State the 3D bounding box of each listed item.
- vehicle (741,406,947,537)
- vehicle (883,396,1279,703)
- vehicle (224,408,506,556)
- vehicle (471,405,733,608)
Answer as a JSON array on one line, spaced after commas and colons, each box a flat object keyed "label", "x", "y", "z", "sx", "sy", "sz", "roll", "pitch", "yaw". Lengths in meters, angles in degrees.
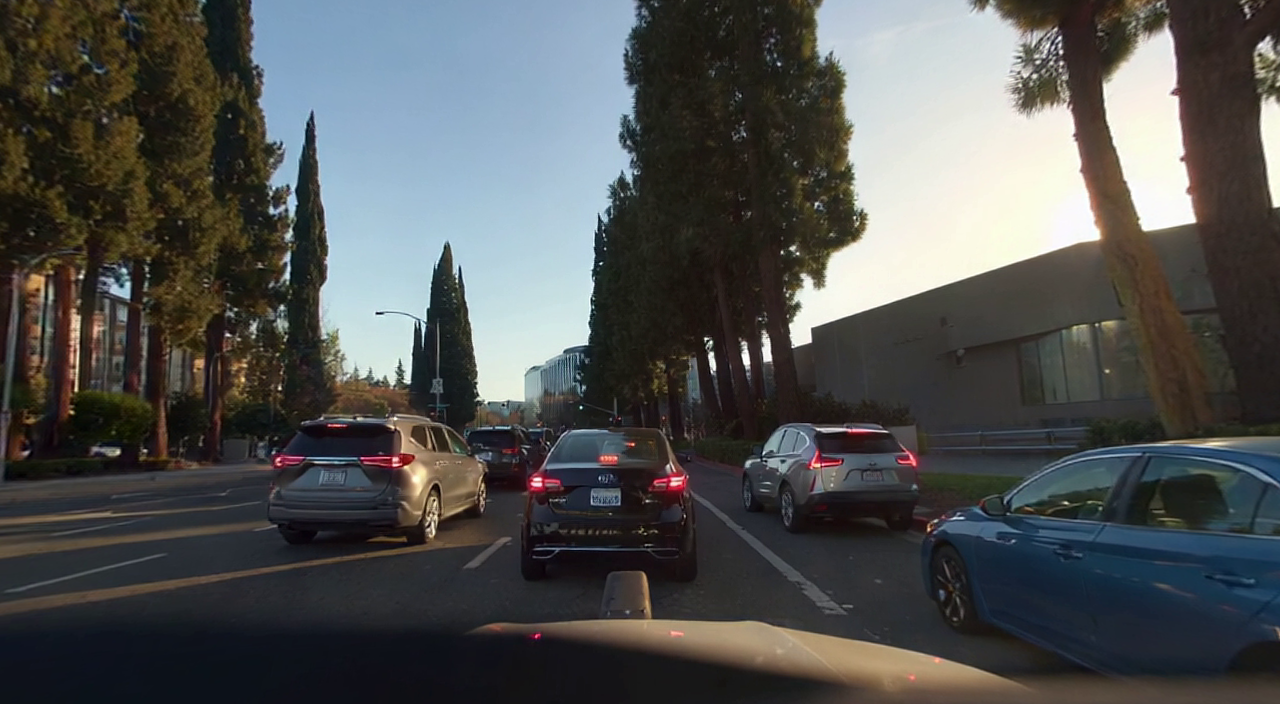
[{"label": "vehicle", "x": 3.338, "y": 2.077, "z": 11.533, "sx": 2.117, "sy": 1.879, "sz": 4.715, "roll": 0, "pitch": -8, "yaw": -1}, {"label": "vehicle", "x": 3.240, "y": 1.067, "z": 3.373, "sx": 2.045, "sy": 1.459, "sz": 4.462, "roll": 0, "pitch": -8, "yaw": -1}, {"label": "vehicle", "x": -3.759, "y": 1.883, "z": 9.882, "sx": 2.141, "sy": 1.718, "sz": 4.809, "roll": 0, "pitch": -8, "yaw": 1}, {"label": "vehicle", "x": -0.357, "y": 1.581, "z": 7.420, "sx": 2.114, "sy": 1.631, "sz": 4.459, "roll": 0, "pitch": -8, "yaw": -1}]
